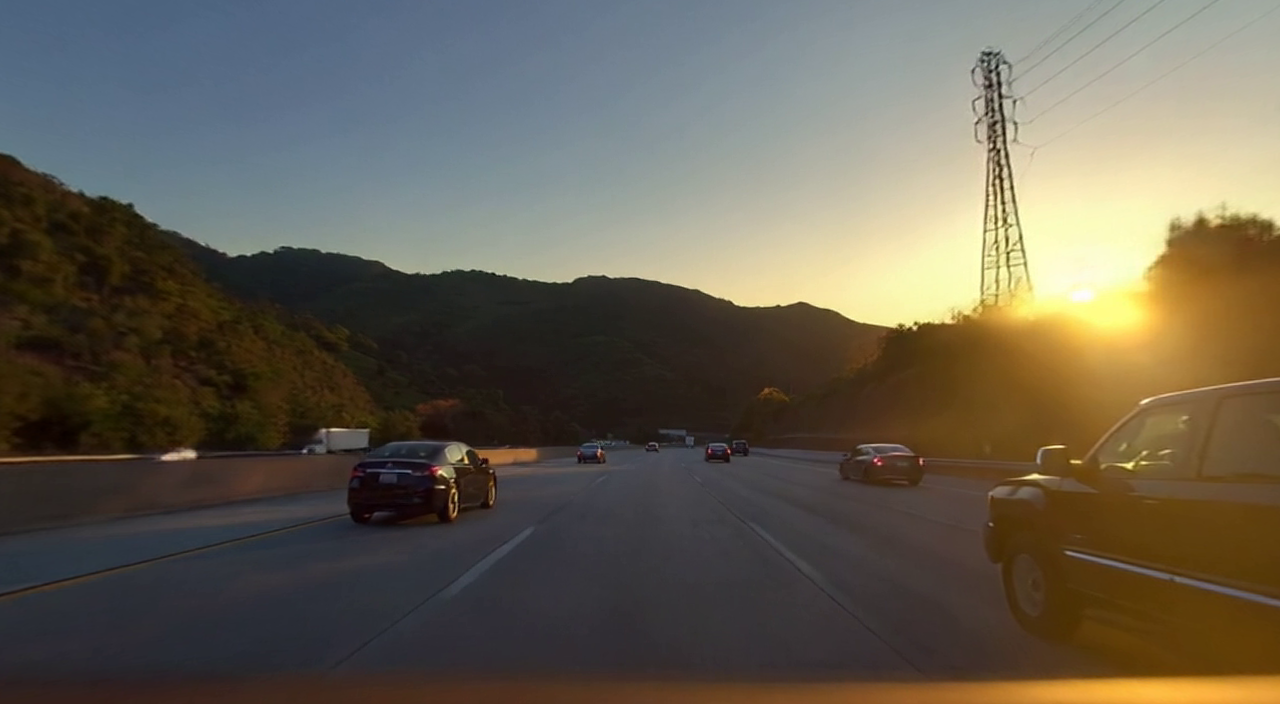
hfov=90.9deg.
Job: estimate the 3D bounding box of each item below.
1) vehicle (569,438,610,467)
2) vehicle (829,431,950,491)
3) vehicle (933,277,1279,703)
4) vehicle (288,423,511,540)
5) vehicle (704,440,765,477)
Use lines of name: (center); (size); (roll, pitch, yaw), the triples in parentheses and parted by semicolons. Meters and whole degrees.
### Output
vehicle: (-3.066, 6.186, 38.851); (2.021, 1.679, 4.310); (-1, -8, 2)
vehicle: (7.635, 3.377, 19.871); (1.986, 1.633, 4.430); (0, -8, 0)
vehicle: (3.439, 0.707, 2.482); (2.098, 1.925, 5.171); (0, -8, 1)
vehicle: (-3.873, 2.173, 11.233); (2.113, 1.636, 4.494); (0, -8, 1)
vehicle: (4.098, 4.700, 28.143); (2.046, 1.471, 4.333); (0, -8, 0)
